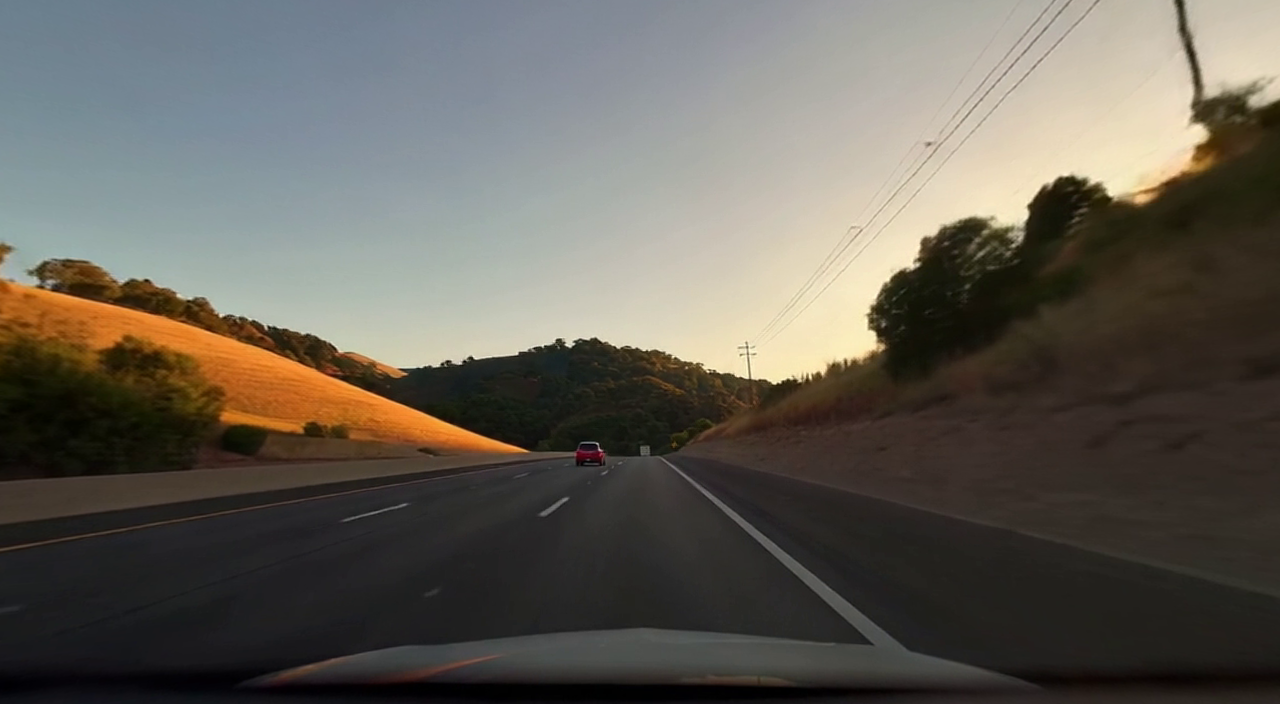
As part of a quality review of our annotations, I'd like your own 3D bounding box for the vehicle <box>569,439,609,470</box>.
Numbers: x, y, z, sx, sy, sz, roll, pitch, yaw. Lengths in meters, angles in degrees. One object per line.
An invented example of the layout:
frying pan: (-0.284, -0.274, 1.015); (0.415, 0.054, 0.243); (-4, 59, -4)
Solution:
vehicle: (-3.226, 6.588, 40.764); (2.136, 1.845, 4.515); (0, -8, 1)
